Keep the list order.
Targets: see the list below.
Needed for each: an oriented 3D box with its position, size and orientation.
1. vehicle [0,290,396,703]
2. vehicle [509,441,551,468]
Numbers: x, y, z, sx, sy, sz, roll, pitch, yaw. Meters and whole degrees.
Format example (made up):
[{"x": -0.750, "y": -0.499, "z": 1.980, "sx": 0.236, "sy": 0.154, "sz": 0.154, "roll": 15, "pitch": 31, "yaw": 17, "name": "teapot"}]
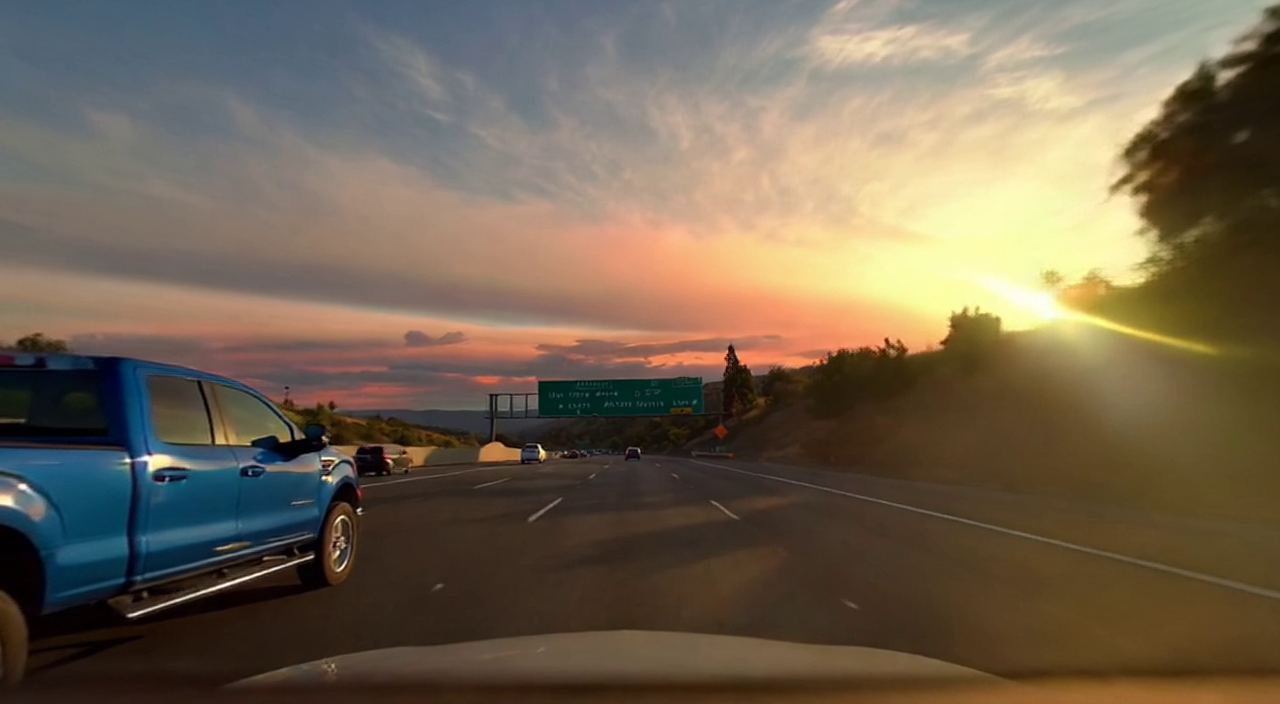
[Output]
[{"x": -4.042, "y": 0.955, "z": 4.242, "sx": 2.339, "sy": 2.004, "sz": 6.171, "roll": 0, "pitch": -9, "yaw": 0, "name": "vehicle"}, {"x": -8.237, "y": 7.729, "z": 47.673, "sx": 2.260, "sy": 1.917, "sz": 5.499, "roll": 0, "pitch": -9, "yaw": -1, "name": "vehicle"}]
